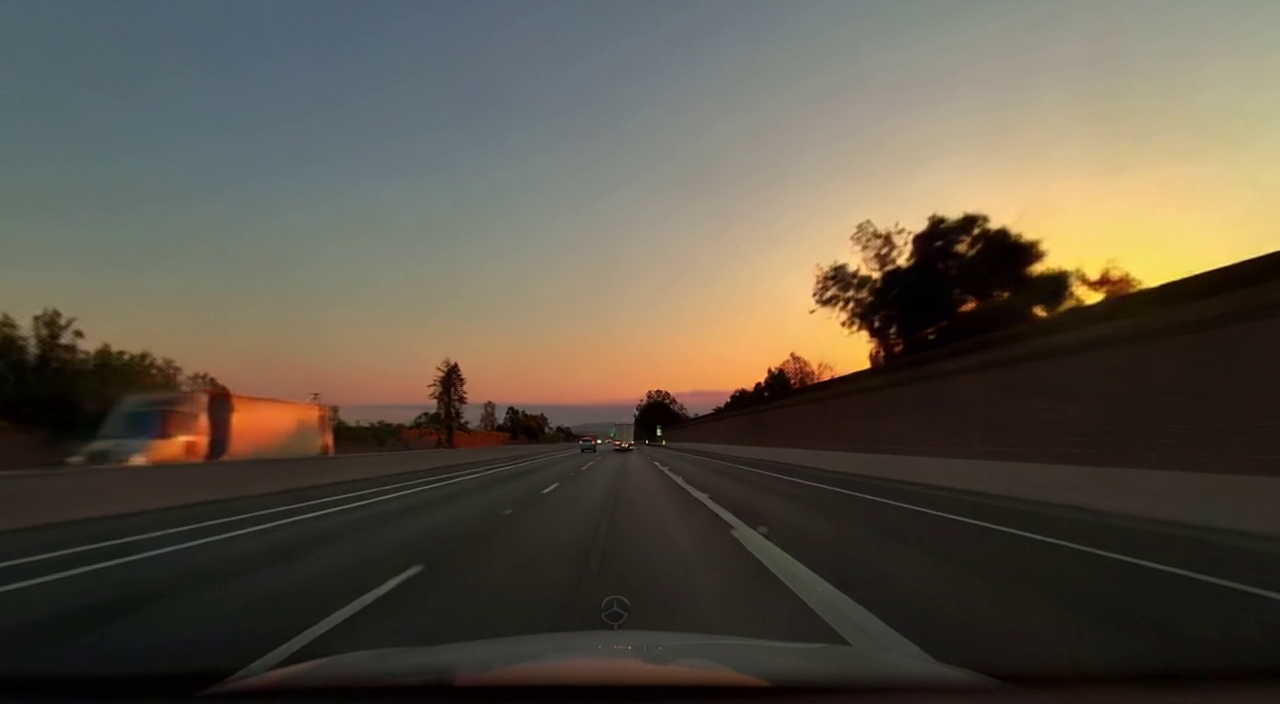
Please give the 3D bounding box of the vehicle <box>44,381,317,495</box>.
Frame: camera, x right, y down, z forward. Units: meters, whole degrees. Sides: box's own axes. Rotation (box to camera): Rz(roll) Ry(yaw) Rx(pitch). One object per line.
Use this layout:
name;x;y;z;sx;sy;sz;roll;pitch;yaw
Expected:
vehicle;-17.275;3.437;25.320;2.988;3.577;10.665;0;-8;-1
